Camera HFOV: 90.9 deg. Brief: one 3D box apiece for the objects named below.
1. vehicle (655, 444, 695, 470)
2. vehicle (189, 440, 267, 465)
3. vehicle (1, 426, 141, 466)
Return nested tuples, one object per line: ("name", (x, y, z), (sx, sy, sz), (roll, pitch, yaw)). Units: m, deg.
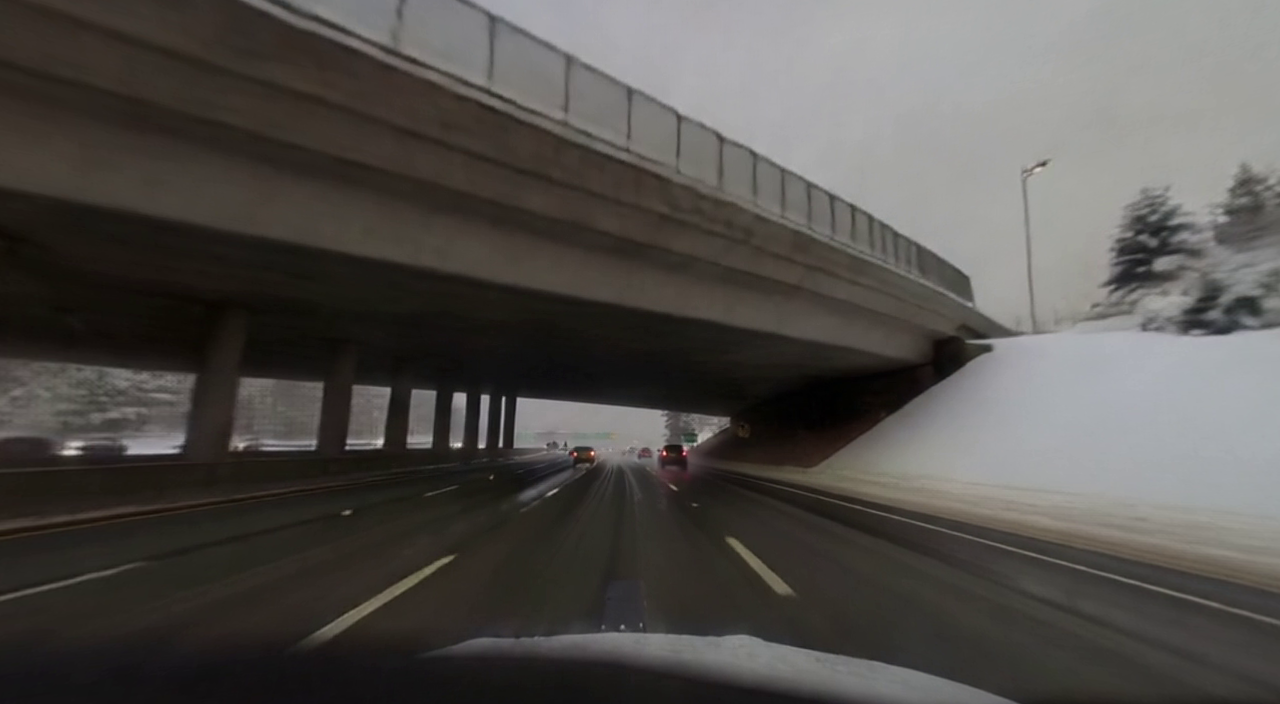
("vehicle", (2.116, 6.578, 39.861), (2.059, 1.509, 4.670), (0, -8, -3))
("vehicle", (-26.091, 6.342, 40.134), (1.812, 1.488, 4.790), (0, -8, -1))
("vehicle", (-30.222, 5.058, 33.869), (2.190, 1.941, 5.839), (0, -8, -2))
